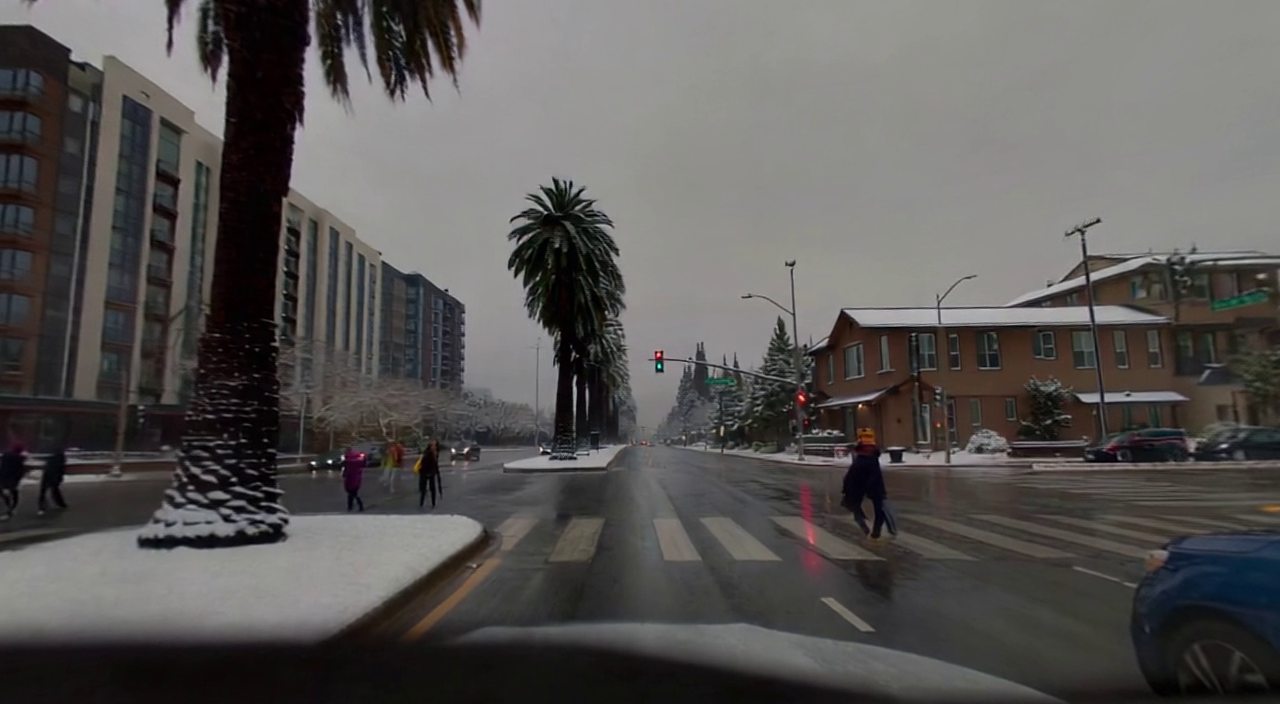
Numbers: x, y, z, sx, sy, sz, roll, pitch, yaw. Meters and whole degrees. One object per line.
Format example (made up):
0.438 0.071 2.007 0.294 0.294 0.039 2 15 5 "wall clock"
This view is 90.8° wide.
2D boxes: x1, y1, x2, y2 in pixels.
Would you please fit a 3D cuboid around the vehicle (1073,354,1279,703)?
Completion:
3.301 0.661 1.118 2.060 1.631 4.169 0 -9 0 "vehicle"

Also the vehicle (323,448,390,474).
-19.696 7.543 44.164 2.357 1.678 5.014 0 -9 0 "vehicle"

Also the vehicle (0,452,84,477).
-41.574 7.776 43.998 1.804 1.598 4.362 0 -9 -3 "vehicle"
